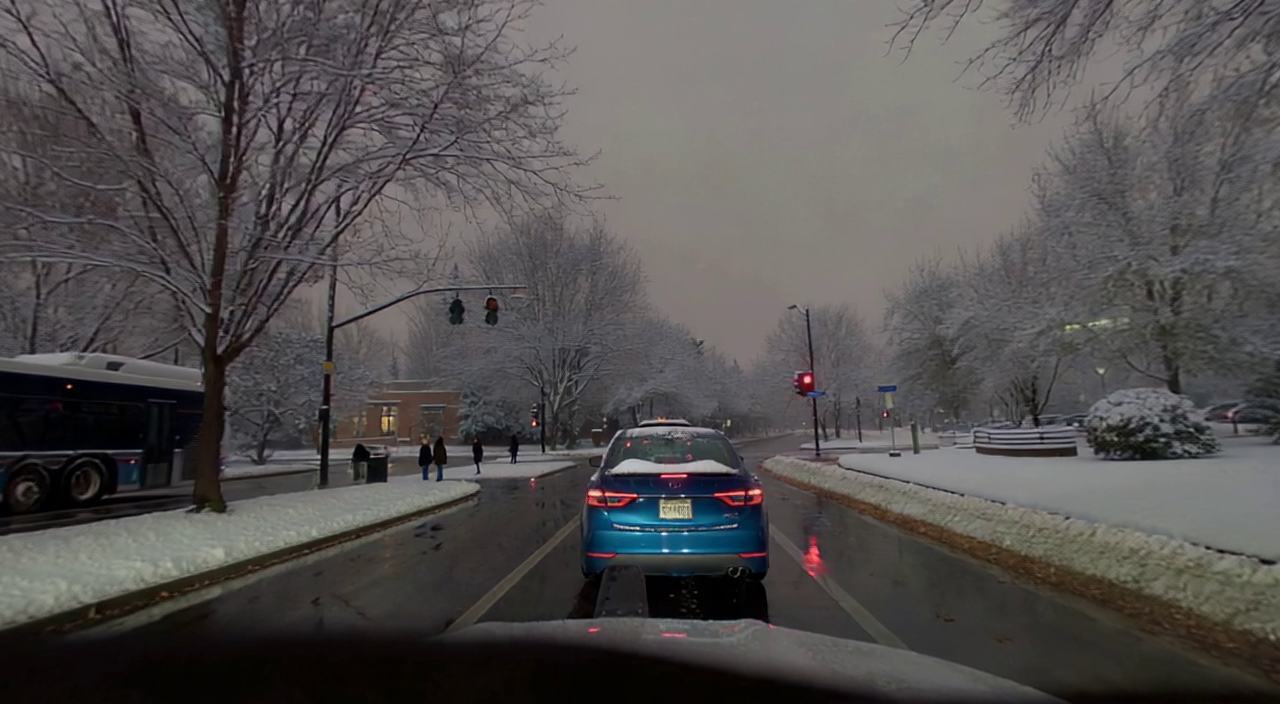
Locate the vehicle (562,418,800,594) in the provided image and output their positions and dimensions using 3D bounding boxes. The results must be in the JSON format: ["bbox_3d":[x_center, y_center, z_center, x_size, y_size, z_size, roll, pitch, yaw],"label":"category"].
[{"bbox_3d":[0.389,1.611,7.401,2.035,1.499,3.799,0,-8,1],"label":"vehicle"}]
